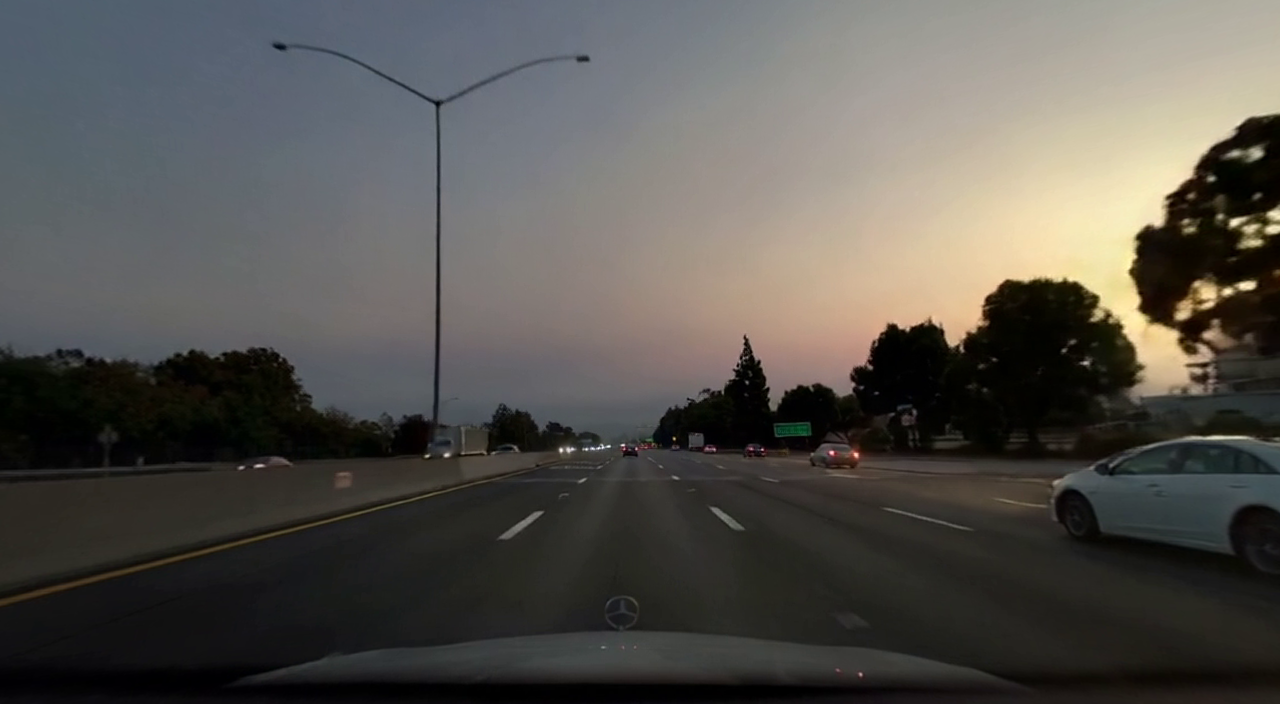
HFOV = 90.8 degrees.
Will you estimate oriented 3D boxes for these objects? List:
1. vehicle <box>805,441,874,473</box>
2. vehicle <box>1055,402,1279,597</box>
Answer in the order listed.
[{"bbox_3d":[10.497,5.536,33.641,1.962,1.536,4.945,0,-8,-1],"label":"vehicle"},{"bbox_3d":[6.601,1.376,6.107,2.027,1.679,4.543,0,-8,0],"label":"vehicle"}]
